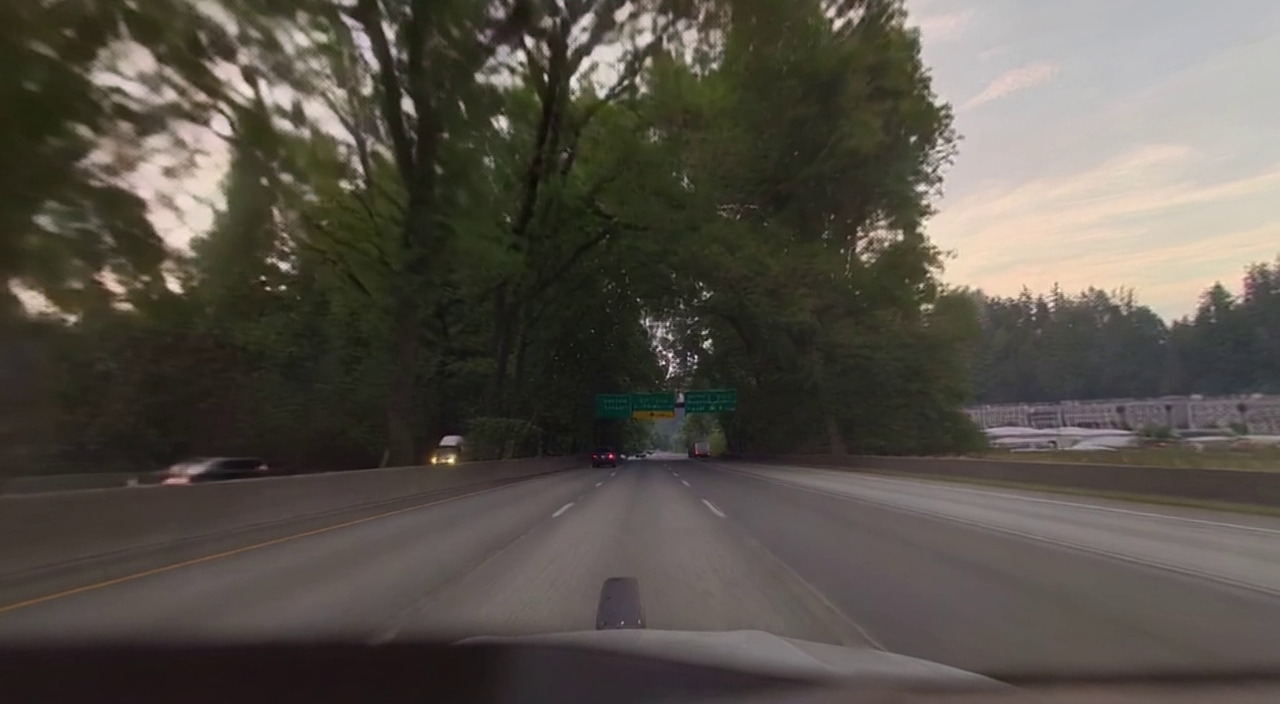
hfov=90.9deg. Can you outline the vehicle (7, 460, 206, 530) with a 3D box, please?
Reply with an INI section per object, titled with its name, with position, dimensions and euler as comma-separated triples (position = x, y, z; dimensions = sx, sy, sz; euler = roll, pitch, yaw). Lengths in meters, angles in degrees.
[vehicle]
position = -13.577, 3.607, 16.394
dimensions = 1.828, 1.497, 3.761
euler = 0, -9, 0
